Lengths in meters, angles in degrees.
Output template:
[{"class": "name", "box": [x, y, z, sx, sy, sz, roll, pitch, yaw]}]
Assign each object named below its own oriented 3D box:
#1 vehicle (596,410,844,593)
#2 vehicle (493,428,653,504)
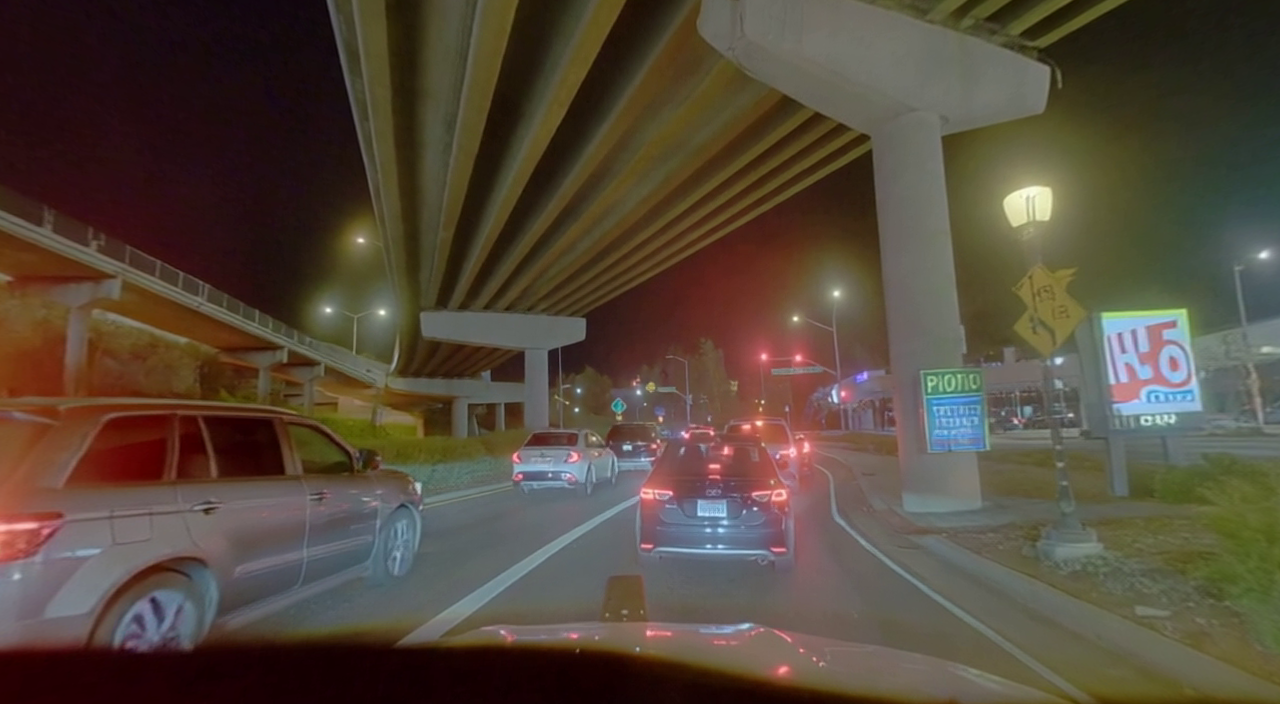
[{"class": "vehicle", "box": [1.044, 1.637, 7.839, 2.195, 1.571, 4.353, -2, -8, 10]}, {"class": "vehicle", "box": [-1.356, 2.655, 15.187, 2.214, 1.519, 4.704, -3, -9, 15]}]
